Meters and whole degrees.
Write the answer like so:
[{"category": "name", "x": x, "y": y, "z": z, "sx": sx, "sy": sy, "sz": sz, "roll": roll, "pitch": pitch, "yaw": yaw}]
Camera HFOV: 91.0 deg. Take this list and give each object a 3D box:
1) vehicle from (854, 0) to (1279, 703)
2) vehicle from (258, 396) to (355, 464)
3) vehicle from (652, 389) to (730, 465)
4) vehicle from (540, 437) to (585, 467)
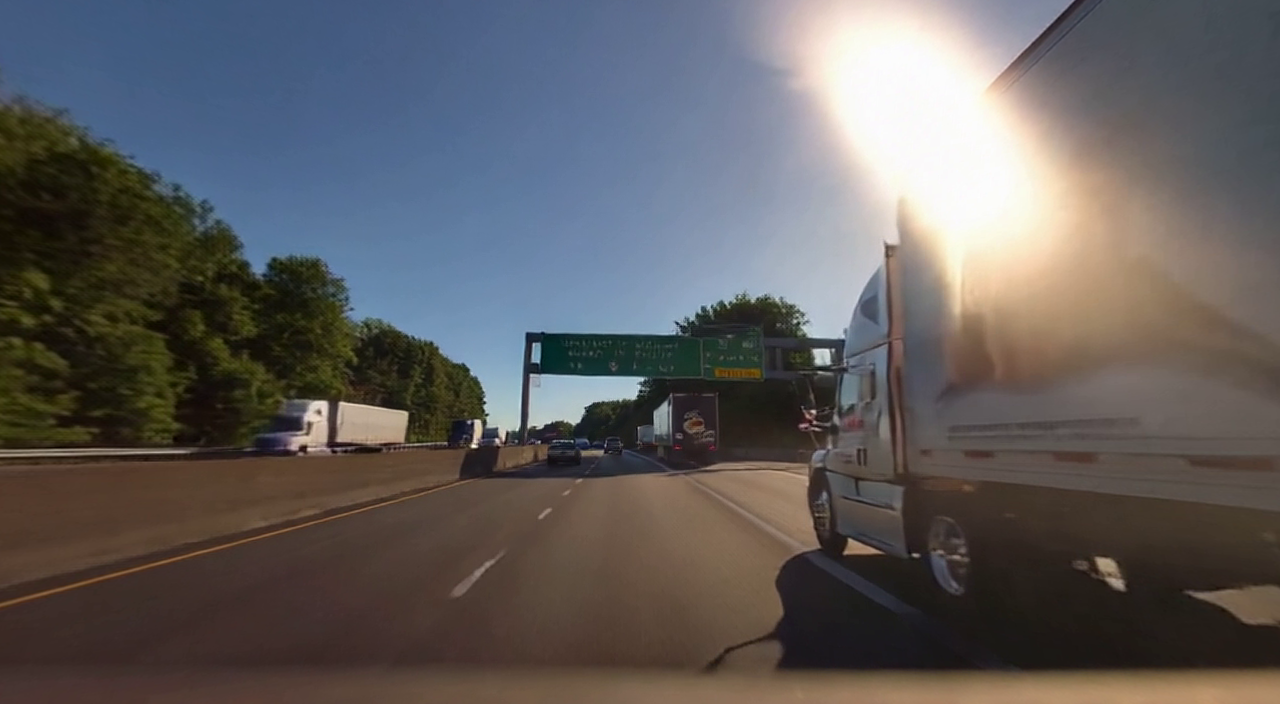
[{"category": "vehicle", "x": 3.933, "y": -0.080, "z": 3.784, "sx": 3.110, "sy": 3.921, "sz": 5.793, "roll": 0, "pitch": -8, "yaw": 0}, {"category": "vehicle", "x": -21.197, "y": 5.049, "z": 40.434, "sx": 3.076, "sy": 3.983, "sz": 5.823, "roll": 0, "pitch": -8, "yaw": -3}, {"category": "vehicle", "x": 2.814, "y": 4.940, "z": 40.180, "sx": 3.116, "sy": 3.992, "sz": 13.748, "roll": 0, "pitch": -8, "yaw": -3}, {"category": "vehicle", "x": -4.432, "y": 5.769, "z": 36.559, "sx": 2.206, "sy": 1.644, "sz": 4.027, "roll": 0, "pitch": -8, "yaw": -1}]
